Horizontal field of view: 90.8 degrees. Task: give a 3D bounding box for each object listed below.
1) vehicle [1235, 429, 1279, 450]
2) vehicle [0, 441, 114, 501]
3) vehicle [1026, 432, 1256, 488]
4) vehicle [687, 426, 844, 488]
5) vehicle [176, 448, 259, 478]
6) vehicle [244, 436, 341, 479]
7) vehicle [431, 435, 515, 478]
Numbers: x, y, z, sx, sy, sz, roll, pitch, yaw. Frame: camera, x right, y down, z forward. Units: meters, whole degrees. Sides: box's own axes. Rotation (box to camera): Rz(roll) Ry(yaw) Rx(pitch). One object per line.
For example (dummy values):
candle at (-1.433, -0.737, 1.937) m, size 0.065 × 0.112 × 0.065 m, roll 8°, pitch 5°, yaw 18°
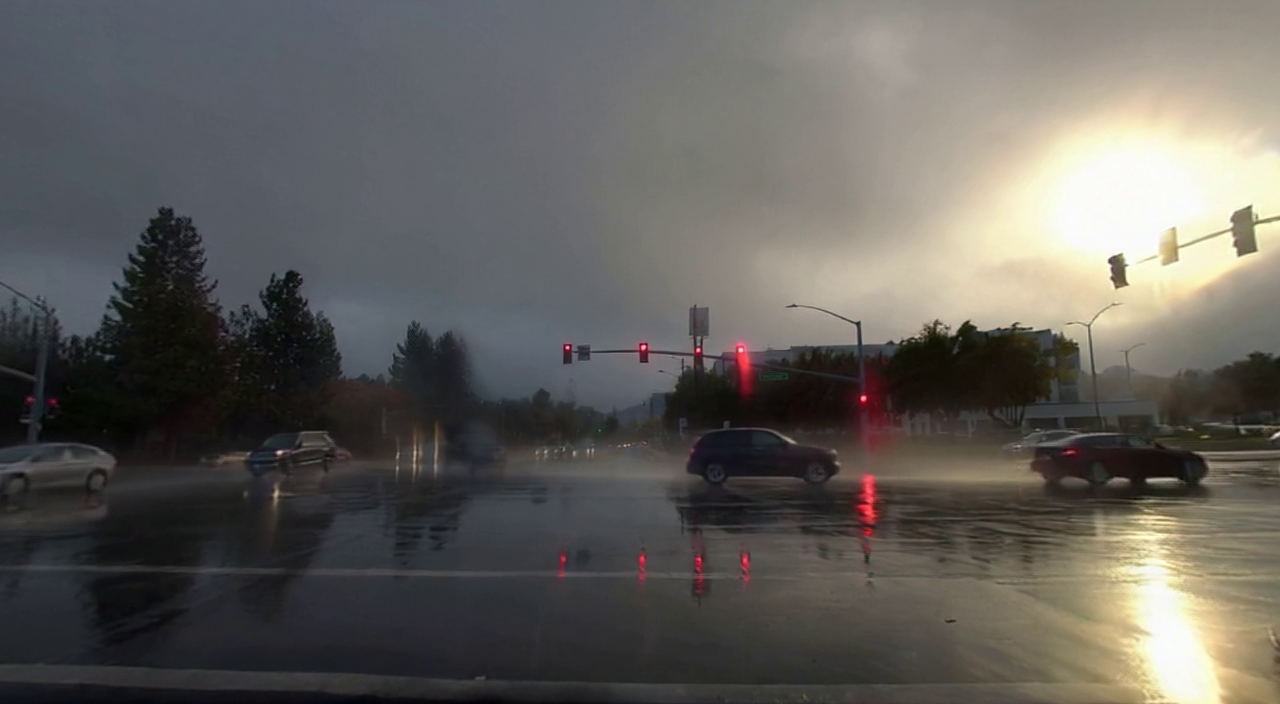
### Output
vehicle at (45.689, 6.277, 45.252) m, size 1.786 × 1.412 × 4.330 m, roll 0°, pitch -9°, yaw 0°
vehicle at (-19.612, 3.709, 19.999) m, size 2.088 × 1.743 × 4.417 m, roll 0°, pitch -9°, yaw -1°
vehicle at (13.832, 3.009, 17.735) m, size 4.532 × 1.467 × 2.135 m, roll -1°, pitch -9°, yaw 4°
vehicle at (4.182, 3.489, 21.233) m, size 4.767 × 1.877 × 2.017 m, roll -4°, pitch -10°, yaw 26°
vehicle at (-26.923, 7.032, 40.467) m, size 2.007 × 1.783 × 4.694 m, roll 0°, pitch -9°, yaw 0°
vehicle at (-16.382, 4.971, 30.106) m, size 1.977 × 1.878 × 4.575 m, roll 0°, pitch -9°, yaw 0°
vehicle at (-7.278, 4.457, 27.277) m, size 1.982 × 1.678 × 4.180 m, roll 6°, pitch -11°, yaw -37°
